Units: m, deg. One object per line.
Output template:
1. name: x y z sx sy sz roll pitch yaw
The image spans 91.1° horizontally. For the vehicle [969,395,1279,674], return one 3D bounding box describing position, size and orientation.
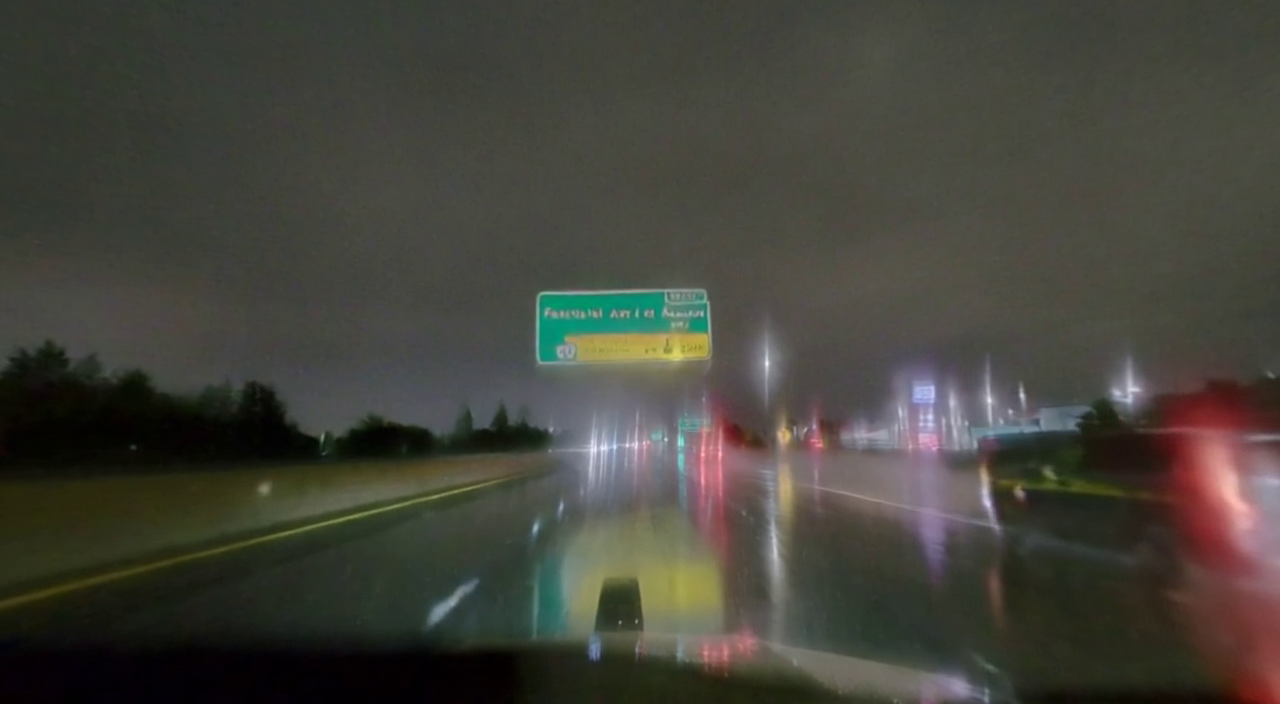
1. vehicle: 4.541 1.179 4.624 1.984 1.540 3.973 -1 -9 -1
